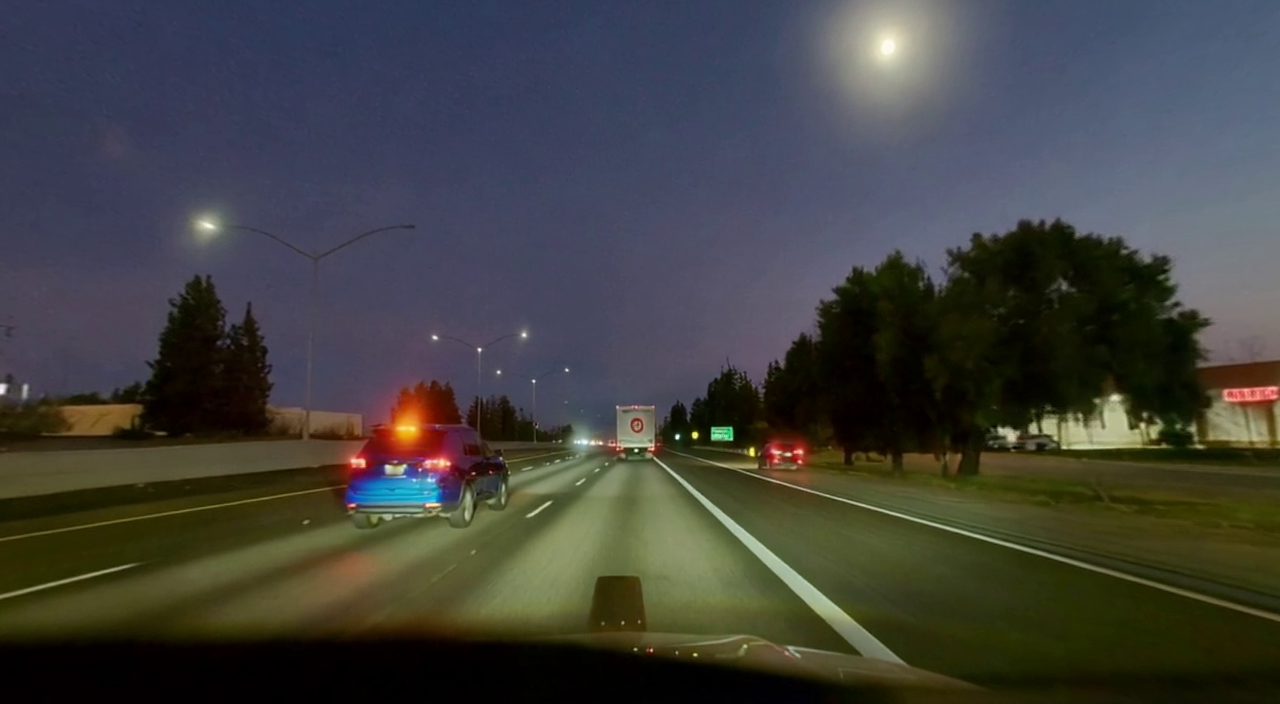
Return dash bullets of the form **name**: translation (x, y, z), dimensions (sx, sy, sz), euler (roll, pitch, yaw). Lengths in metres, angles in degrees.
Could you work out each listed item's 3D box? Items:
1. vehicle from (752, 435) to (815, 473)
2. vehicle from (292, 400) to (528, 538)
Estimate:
- **vehicle**: translation (6.824, 4.898, 30.325), dimensions (1.958, 1.681, 4.109), euler (0, -9, -2)
- **vehicle**: translation (-3.510, 1.930, 10.895), dimensions (2.178, 1.826, 4.933), euler (0, -9, 1)
